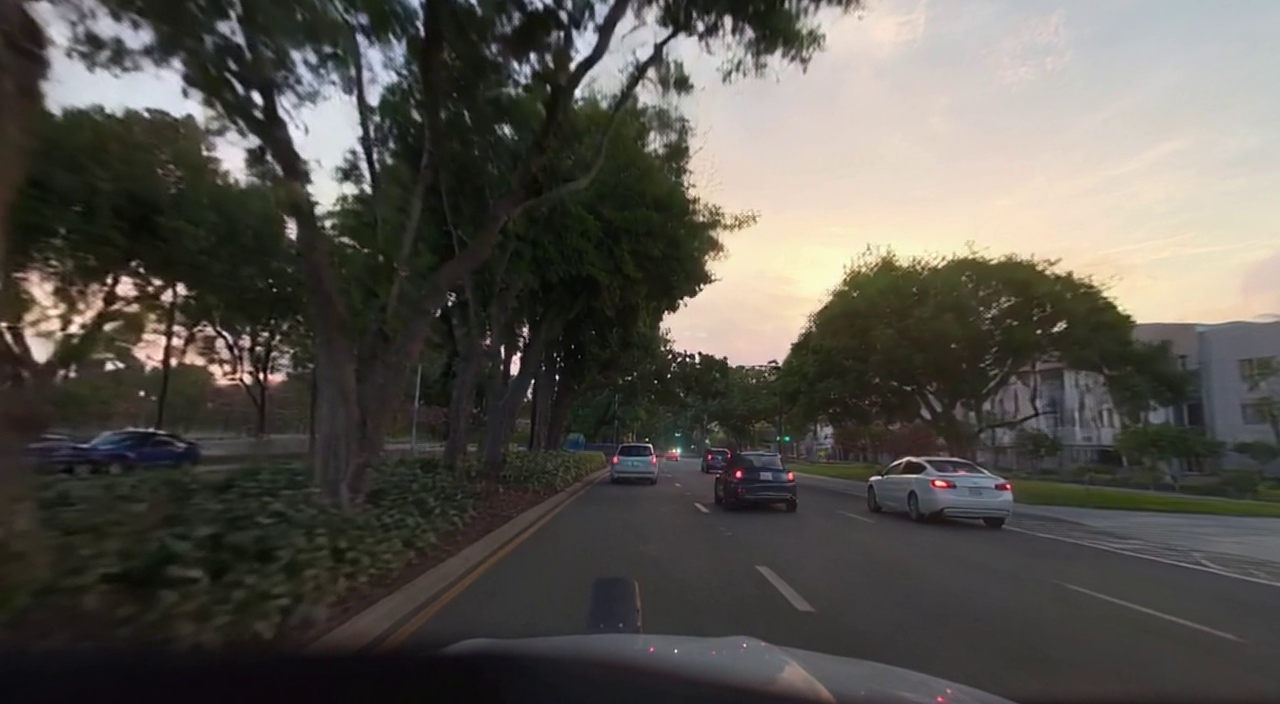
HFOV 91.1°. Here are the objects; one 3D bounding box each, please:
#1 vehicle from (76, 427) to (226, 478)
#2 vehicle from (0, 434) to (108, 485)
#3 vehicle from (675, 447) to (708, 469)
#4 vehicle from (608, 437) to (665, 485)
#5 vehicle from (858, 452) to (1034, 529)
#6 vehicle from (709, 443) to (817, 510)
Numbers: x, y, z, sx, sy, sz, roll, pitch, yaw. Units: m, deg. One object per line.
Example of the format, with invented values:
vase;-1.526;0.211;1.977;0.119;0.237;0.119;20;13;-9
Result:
vehicle;-19.092;3.955;24.903;2.043;1.707;4.798;3;-9;-1
vehicle;-19.048;3.222;18.934;1.905;1.428;4.637;0;-8;0
vehicle;3.644;7.567;45.164;2.012;1.462;4.163;0;-8;-1
vehicle;-0.089;4.196;24.486;2.008;1.674;4.239;0;-8;1
vehicle;6.860;3.113;14.699;1.944;1.458;4.268;0;-8;0
vehicle;3.036;3.154;16.444;1.932;1.510;4.168;0;-8;-1
